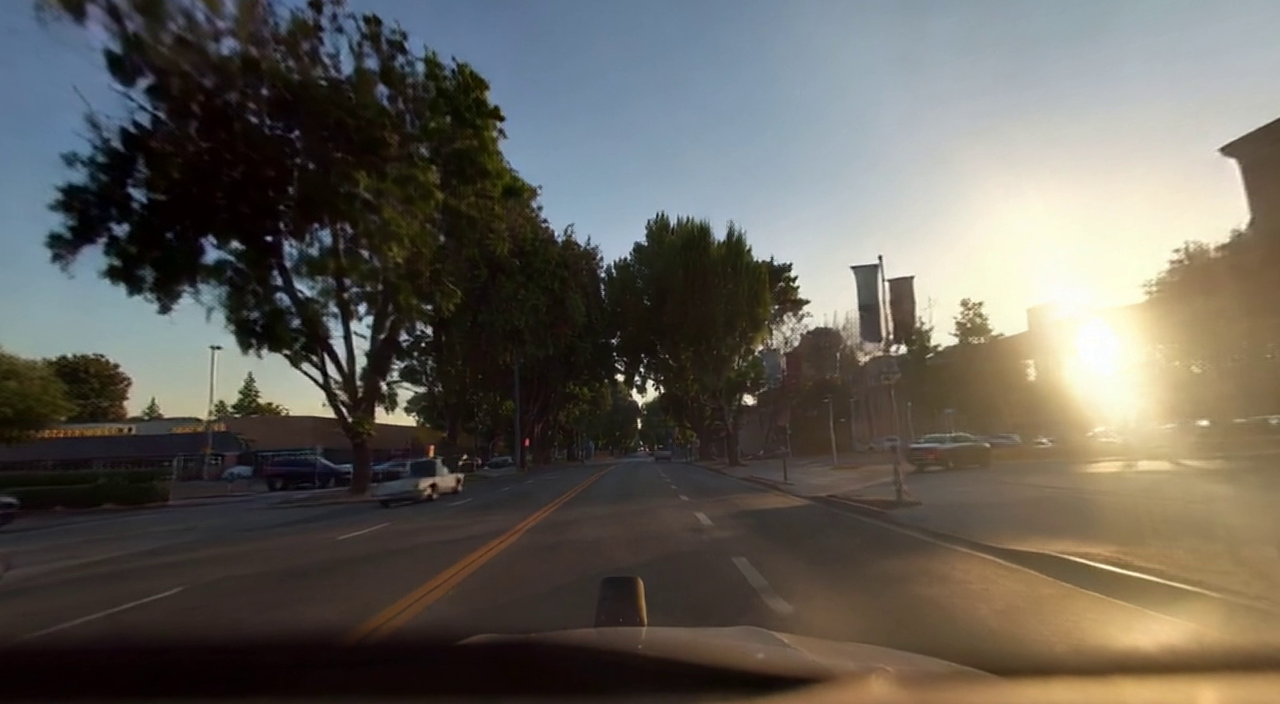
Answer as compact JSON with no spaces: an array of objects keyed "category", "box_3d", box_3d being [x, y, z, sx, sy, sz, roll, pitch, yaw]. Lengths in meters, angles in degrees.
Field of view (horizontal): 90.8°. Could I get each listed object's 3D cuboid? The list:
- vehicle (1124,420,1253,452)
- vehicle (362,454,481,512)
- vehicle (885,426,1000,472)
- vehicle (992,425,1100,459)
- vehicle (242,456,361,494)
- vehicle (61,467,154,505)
[{"category":"vehicle","box_3d":[26.125,4.060,30.209,1.765,1.435,4.413,8,-12,-44]},{"category":"vehicle","box_3d":[-6.526,3.948,19.519,1.962,1.478,4.639,-1,-9,1]},{"category":"vehicle","box_3d":[11.190,3.559,23.254,4.587,1.504,1.928,6,-11,-38]},{"category":"vehicle","box_3d":[21.871,4.881,34.131,4.442,1.451,1.945,-12,-12,42]},{"category":"vehicle","box_3d":[-16.351,5.964,30.692,4.650,1.700,1.915,0,-9,-1]},{"category":"vehicle","box_3d":[-27.387,6.853,32.675,1.822,1.622,4.193,-2,-9,-11]}]
